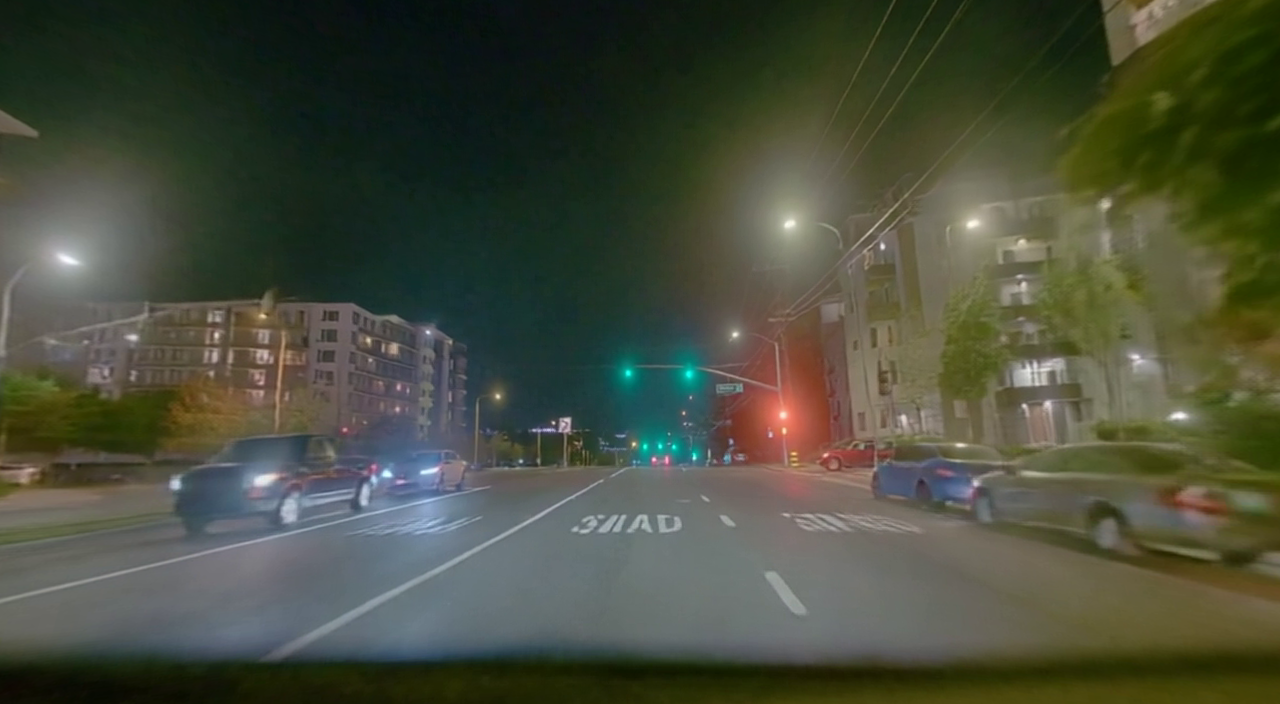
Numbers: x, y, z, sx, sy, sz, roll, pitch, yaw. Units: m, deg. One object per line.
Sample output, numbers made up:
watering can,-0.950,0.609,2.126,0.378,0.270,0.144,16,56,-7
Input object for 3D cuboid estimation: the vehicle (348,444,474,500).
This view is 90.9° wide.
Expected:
vehicle,-6.863,3.618,19.534,1.953,1.471,4.744,-1,-8,2

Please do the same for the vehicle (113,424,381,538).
vehicle,-7.347,2.429,12.633,2.074,1.794,4.832,-1,-8,3

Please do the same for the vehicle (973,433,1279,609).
vehicle,6.159,1.748,7.656,1.839,1.461,4.645,-1,-8,2

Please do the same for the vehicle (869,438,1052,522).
vehicle,6.606,2.632,13.591,1.838,1.496,4.064,-1,-8,1

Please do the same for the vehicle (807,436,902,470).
vehicle,10.772,5.102,31.964,4.171,1.654,1.919,-1,-8,5
